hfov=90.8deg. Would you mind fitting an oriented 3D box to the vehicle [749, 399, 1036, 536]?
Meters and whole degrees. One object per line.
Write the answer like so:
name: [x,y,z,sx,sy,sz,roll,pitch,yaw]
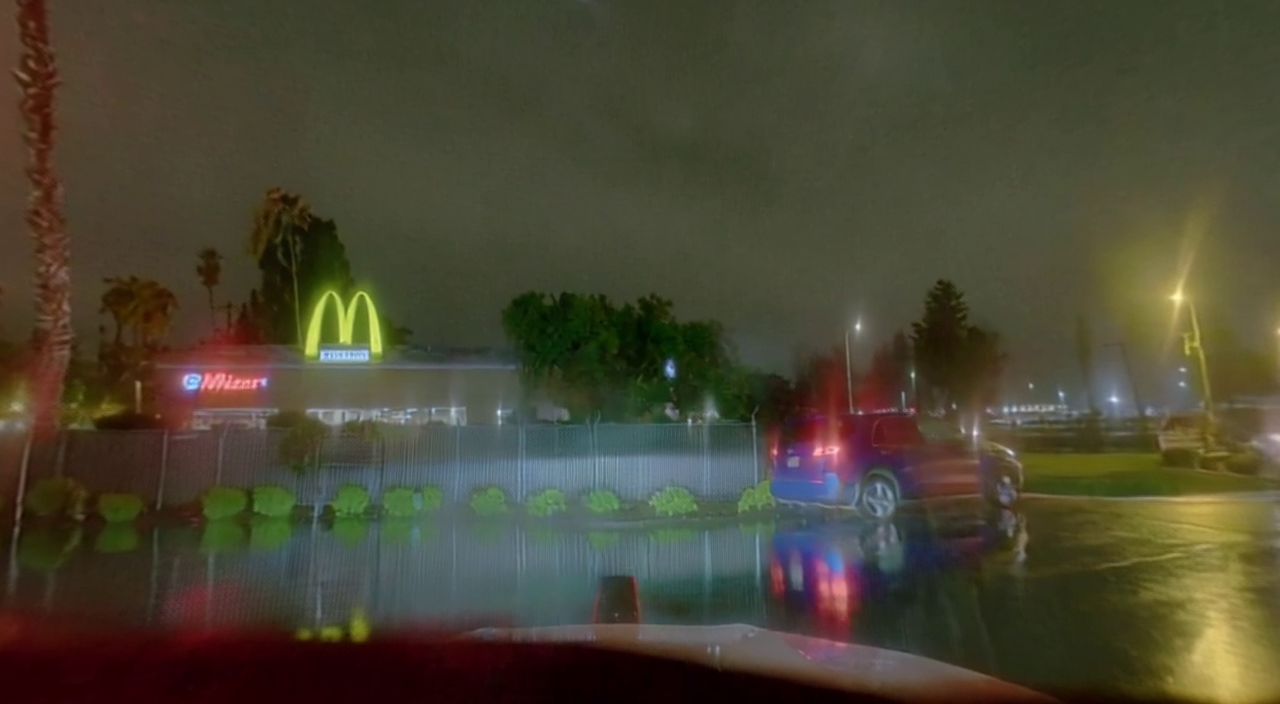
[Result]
vehicle: [4.172,1.746,10.384,4.365,1.791,2.073,4,-7,-30]
